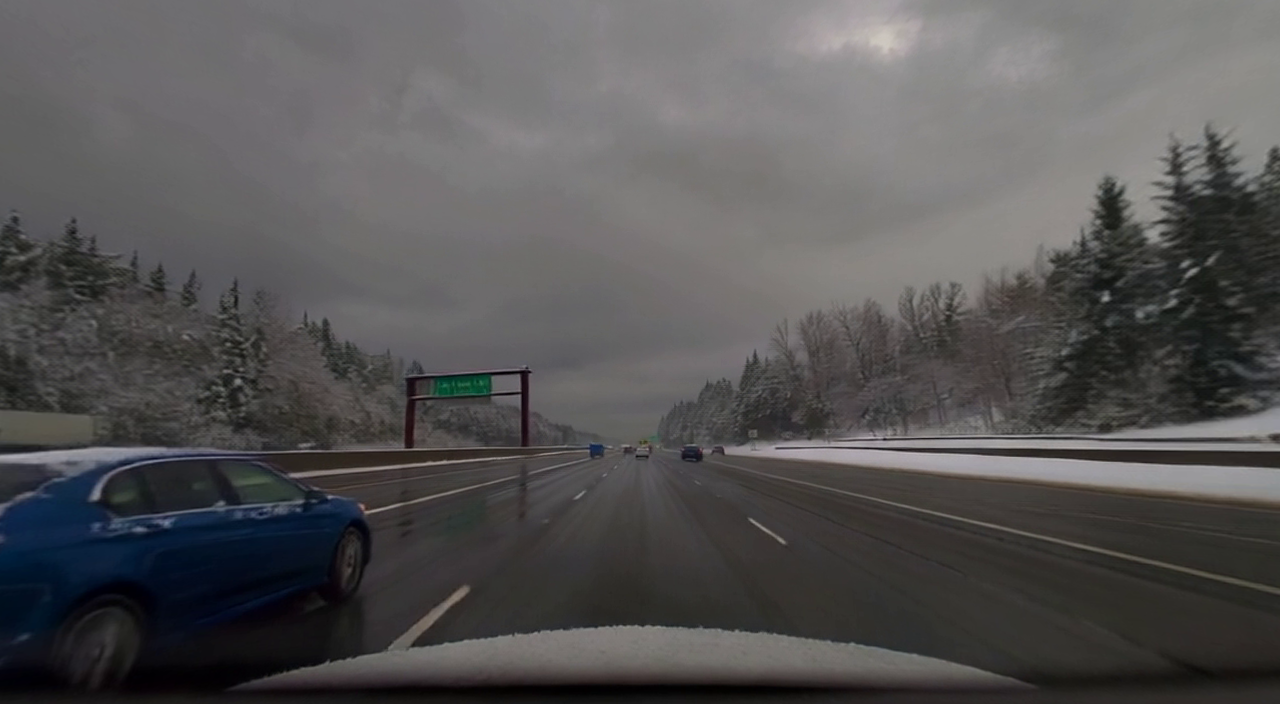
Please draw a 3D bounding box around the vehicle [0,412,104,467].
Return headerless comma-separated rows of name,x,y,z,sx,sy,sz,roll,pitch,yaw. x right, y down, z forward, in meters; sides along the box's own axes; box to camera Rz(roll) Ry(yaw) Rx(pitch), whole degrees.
vehicle,-45.330,6.360,45.515,3.003,3.786,10.840,-1,-9,4
